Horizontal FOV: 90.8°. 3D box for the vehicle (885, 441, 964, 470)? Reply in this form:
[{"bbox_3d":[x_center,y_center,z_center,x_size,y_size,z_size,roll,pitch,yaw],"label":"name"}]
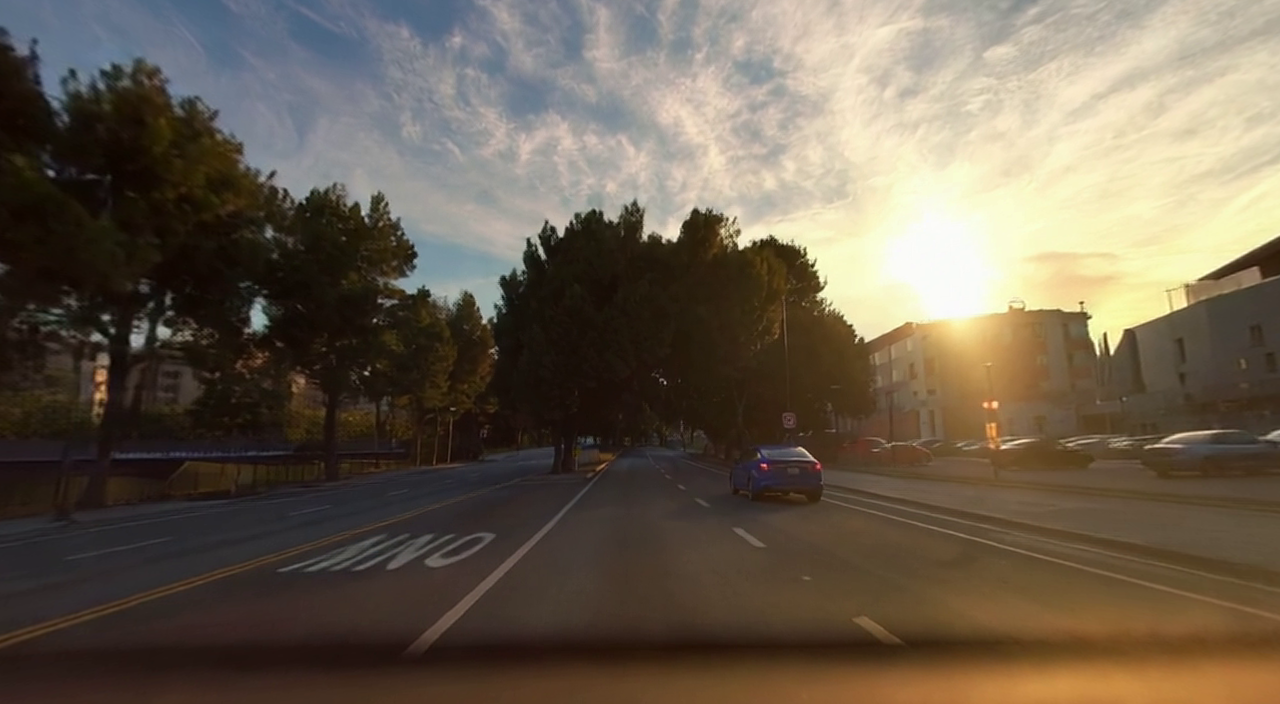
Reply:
[{"bbox_3d":[19.375,7.080,43.163,4.418,1.418,1.873,-5,-14,-2],"label":"vehicle"}]

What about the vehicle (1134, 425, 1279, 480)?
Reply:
[{"bbox_3d":[18.150,3.061,19.314,4.436,1.556,1.997,0,-8,-2],"label":"vehicle"}]

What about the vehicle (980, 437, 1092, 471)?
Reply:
[{"bbox_3d":[17.662,4.570,28.313,3.622,1.432,2.029,1,-8,-3],"label":"vehicle"}]

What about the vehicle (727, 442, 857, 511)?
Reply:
[{"bbox_3d":[3.669,3.075,16.197,2.114,1.493,4.430,0,-8,-2],"label":"vehicle"}]
